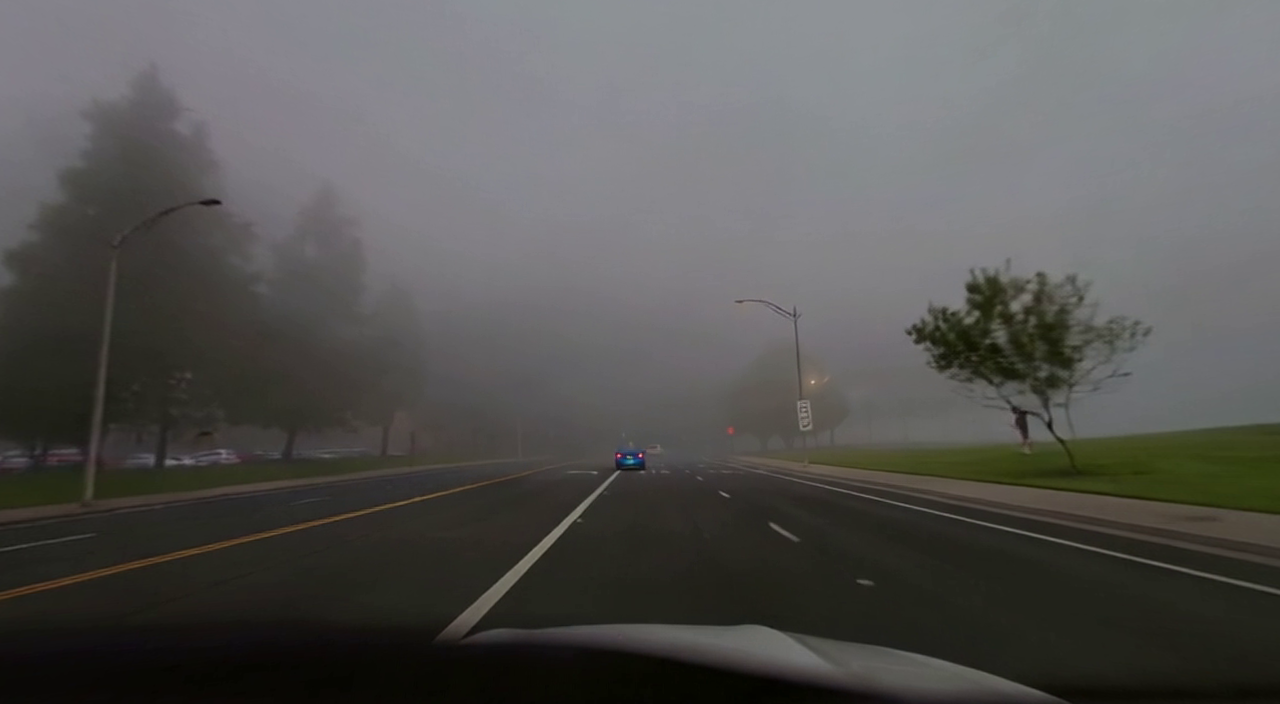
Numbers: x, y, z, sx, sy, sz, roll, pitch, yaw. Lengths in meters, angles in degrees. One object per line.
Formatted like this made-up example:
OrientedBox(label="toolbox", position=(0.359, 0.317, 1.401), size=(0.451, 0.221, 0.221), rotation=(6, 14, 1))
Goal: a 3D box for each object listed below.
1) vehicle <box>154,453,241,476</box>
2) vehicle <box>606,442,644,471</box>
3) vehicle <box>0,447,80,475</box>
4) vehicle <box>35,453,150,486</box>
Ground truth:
OrientedBox(label="vehicle", position=(-29.930, 7.623, 42.737), size=(4.468, 1.471, 1.879), rotation=(-1, -8, 1))
OrientedBox(label="vehicle", position=(-0.805, 5.713, 34.748), size=(1.978, 1.499, 3.915), rotation=(0, -8, 0))
OrientedBox(label="vehicle", position=(-43.591, 7.808, 45.334), size=(4.608, 1.889, 2.148), rotation=(-1, -8, 2))
OrientedBox(label="vehicle", position=(-30.261, 6.493, 34.979), size=(4.577, 1.467, 1.955), rotation=(-3, -9, -1))
